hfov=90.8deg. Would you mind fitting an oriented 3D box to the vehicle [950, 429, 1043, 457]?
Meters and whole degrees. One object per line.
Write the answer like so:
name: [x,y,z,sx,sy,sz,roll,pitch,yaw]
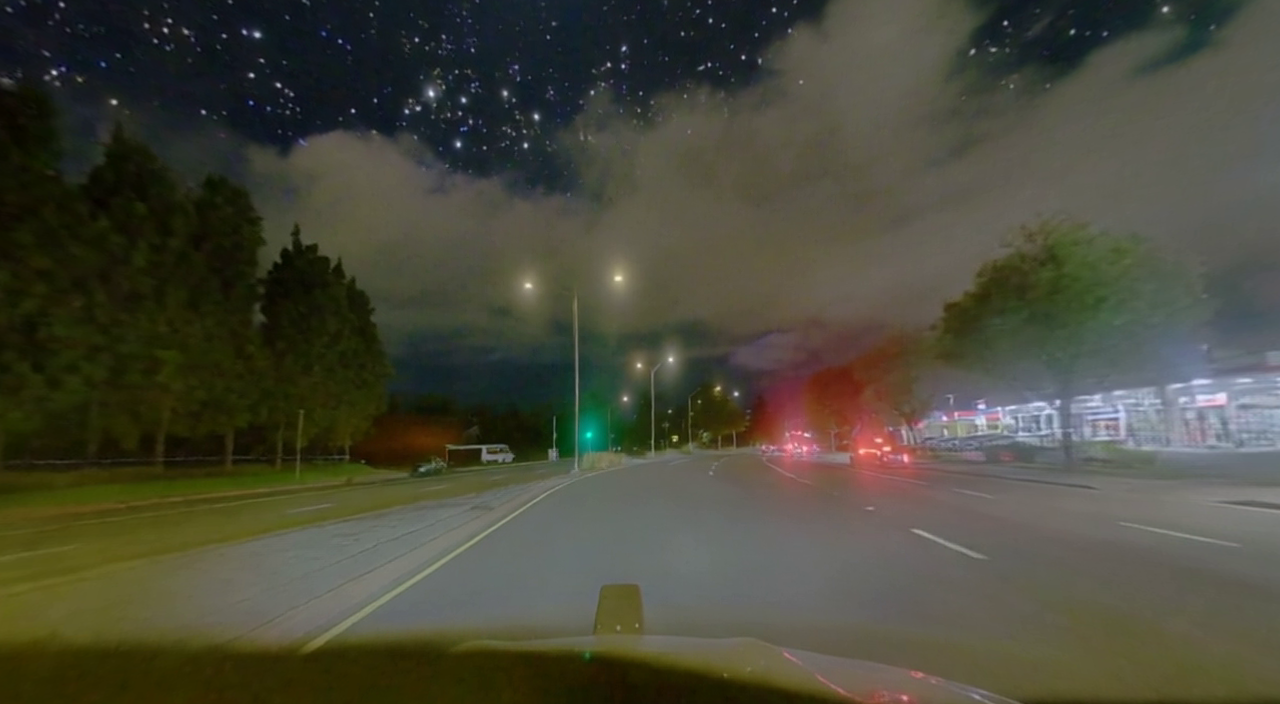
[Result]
vehicle: [23.735,6.096,42.380,2.239,1.742,5.364,2,-9,-14]
